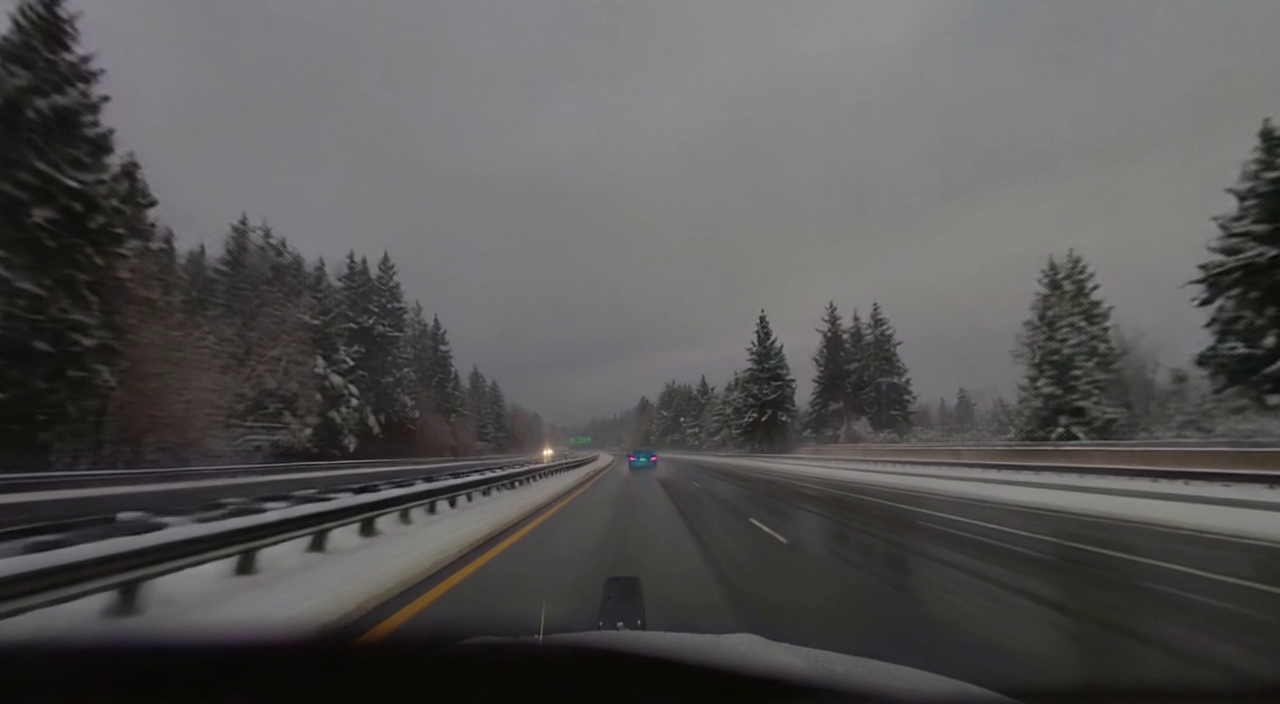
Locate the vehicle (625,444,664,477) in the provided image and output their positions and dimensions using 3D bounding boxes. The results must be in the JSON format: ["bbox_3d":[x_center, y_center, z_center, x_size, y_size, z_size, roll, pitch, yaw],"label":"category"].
[{"bbox_3d":[0.216,5.774,33.661,1.987,1.658,3.620,0,-9,-1],"label":"vehicle"}]
